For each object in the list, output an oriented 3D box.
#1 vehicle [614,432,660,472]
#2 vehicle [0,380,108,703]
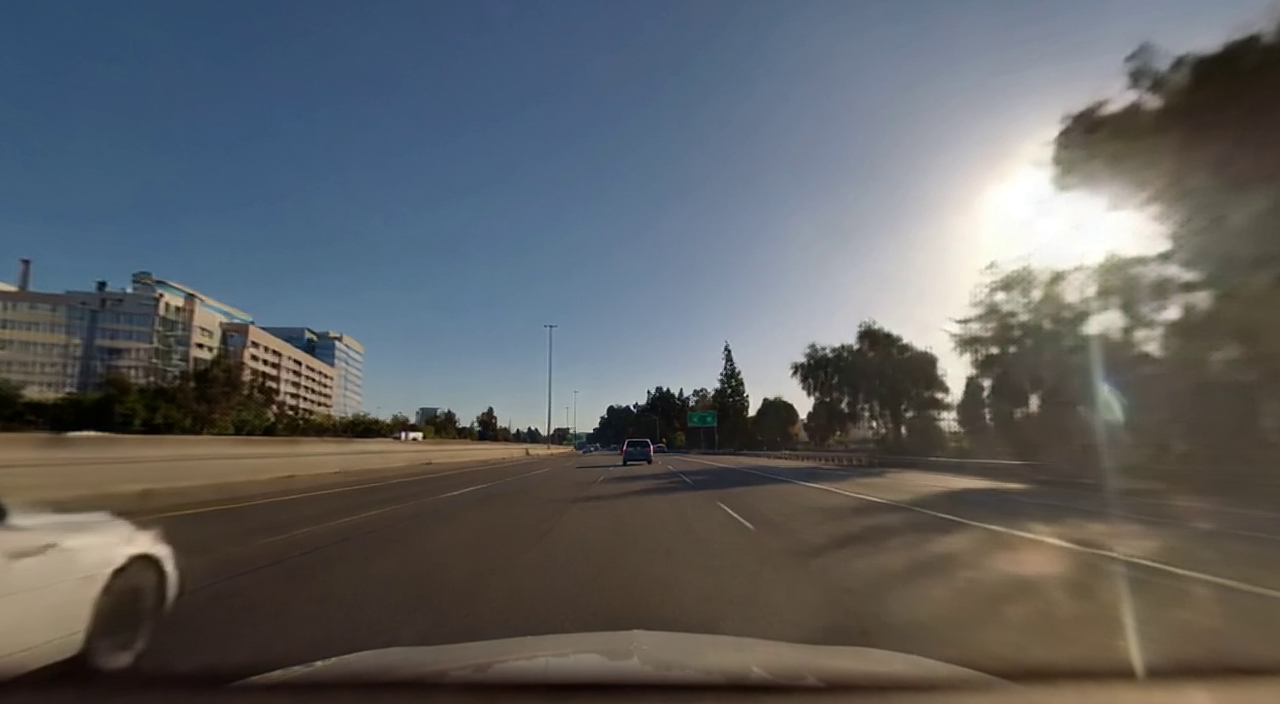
[{"bbox_3d":[-0.165,5.224,33.053,2.269,1.924,4.596,0,-8,0],"label":"vehicle"},{"bbox_3d":[-3.419,0.591,0.241,2.140,1.574,4.946,0,-8,0],"label":"vehicle"}]
